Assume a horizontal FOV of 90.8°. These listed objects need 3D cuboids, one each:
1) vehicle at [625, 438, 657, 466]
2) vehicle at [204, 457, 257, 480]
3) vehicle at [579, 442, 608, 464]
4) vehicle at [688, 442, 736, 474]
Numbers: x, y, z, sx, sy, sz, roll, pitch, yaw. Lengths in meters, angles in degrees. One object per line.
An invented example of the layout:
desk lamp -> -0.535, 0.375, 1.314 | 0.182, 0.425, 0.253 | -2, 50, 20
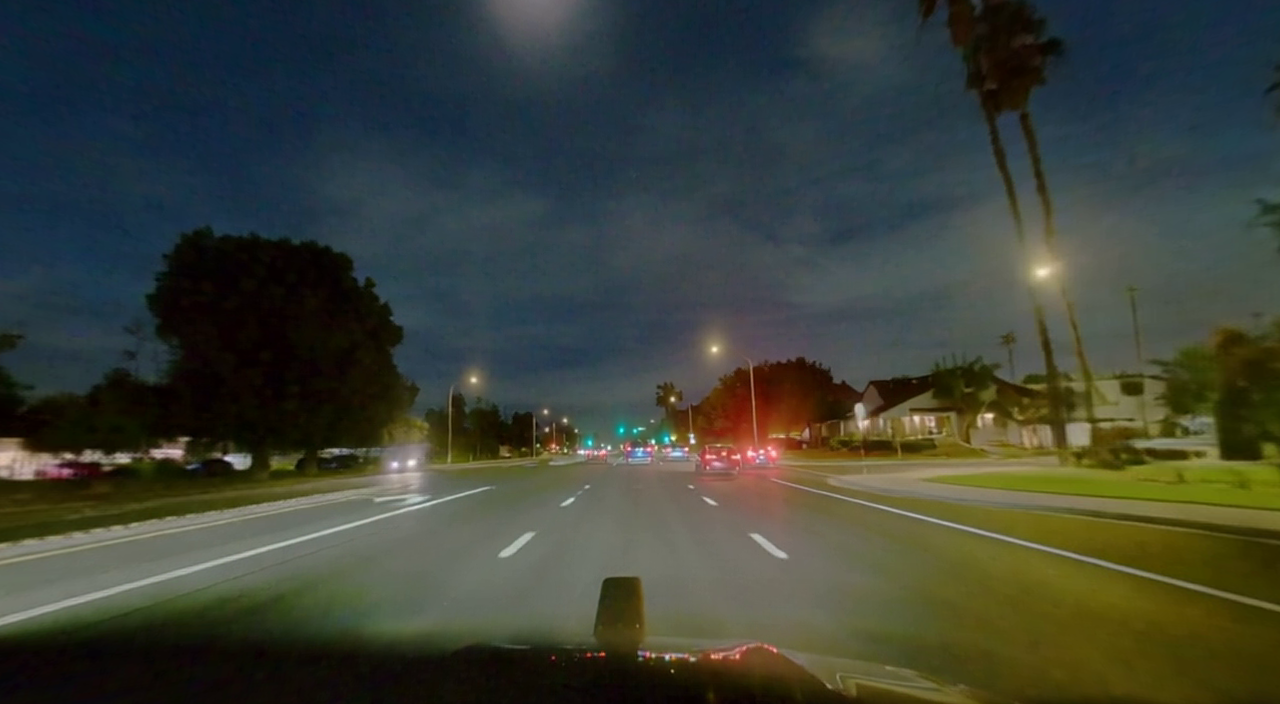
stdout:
vehicle -> 0.053, 6.800, 43.084 | 2.043, 1.734, 4.253 | 0, -8, -1
vehicle -> -29.179, 8.258, 44.967 | 4.771, 1.479, 1.888 | -8, -11, 42
vehicle -> -3.597, 7.861, 49.248 | 2.000, 1.569, 3.794 | 0, -8, 0
vehicle -> 3.482, 5.172, 31.189 | 1.830, 1.451, 4.009 | 0, -8, -1
